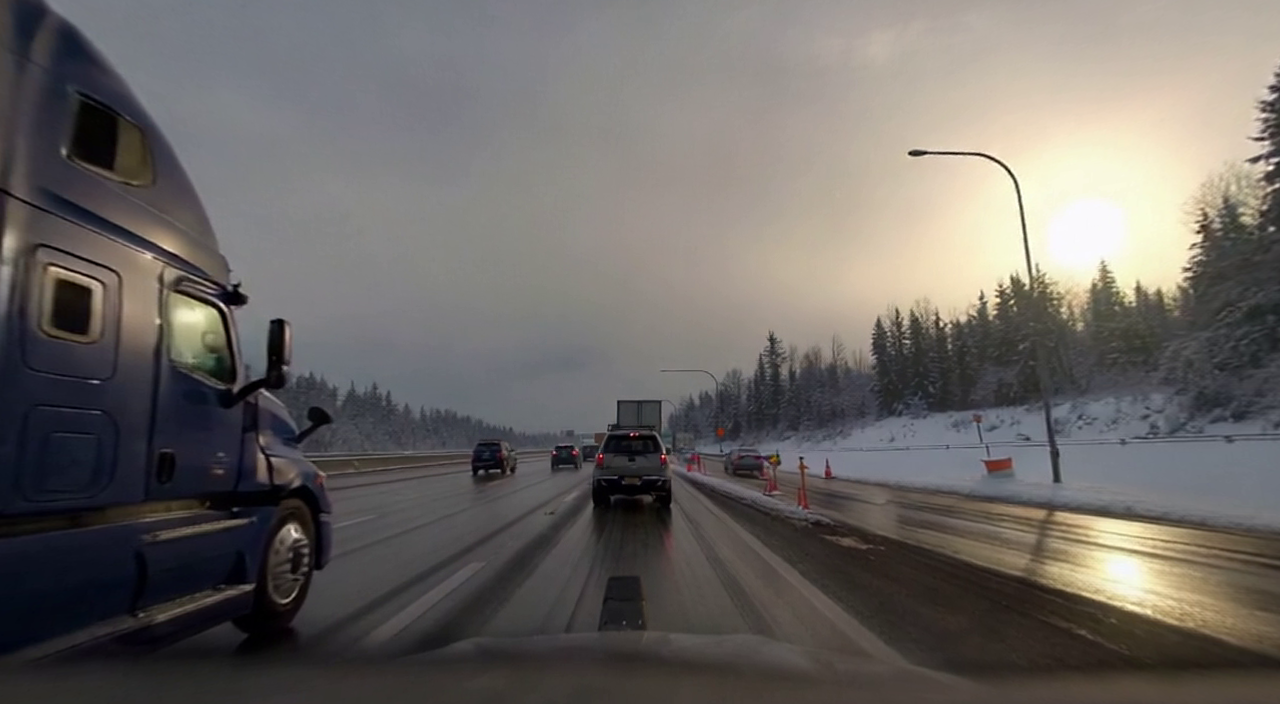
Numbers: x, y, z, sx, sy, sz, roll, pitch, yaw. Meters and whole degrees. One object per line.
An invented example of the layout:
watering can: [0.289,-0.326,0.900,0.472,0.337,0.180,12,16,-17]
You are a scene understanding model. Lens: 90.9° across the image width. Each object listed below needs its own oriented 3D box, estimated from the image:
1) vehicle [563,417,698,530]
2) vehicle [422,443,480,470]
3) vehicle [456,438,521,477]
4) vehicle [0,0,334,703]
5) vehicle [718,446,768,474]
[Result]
vehicle: [-0.152,2.243,12.089,2.152,1.779,3.924,0,-9,0]
vehicle: [-11.181,6.223,37.605,1.985,1.496,4.583,0,-9,1]
vehicle: [-7.158,5.018,30.253,1.950,1.716,4.436,0,-9,1]
vehicle: [-3.850,-0.280,0.292,2.990,3.885,8.243,0,-9,2]
vehicle: [5.722,6.045,35.531,1.918,1.479,4.571,0,-9,-1]
